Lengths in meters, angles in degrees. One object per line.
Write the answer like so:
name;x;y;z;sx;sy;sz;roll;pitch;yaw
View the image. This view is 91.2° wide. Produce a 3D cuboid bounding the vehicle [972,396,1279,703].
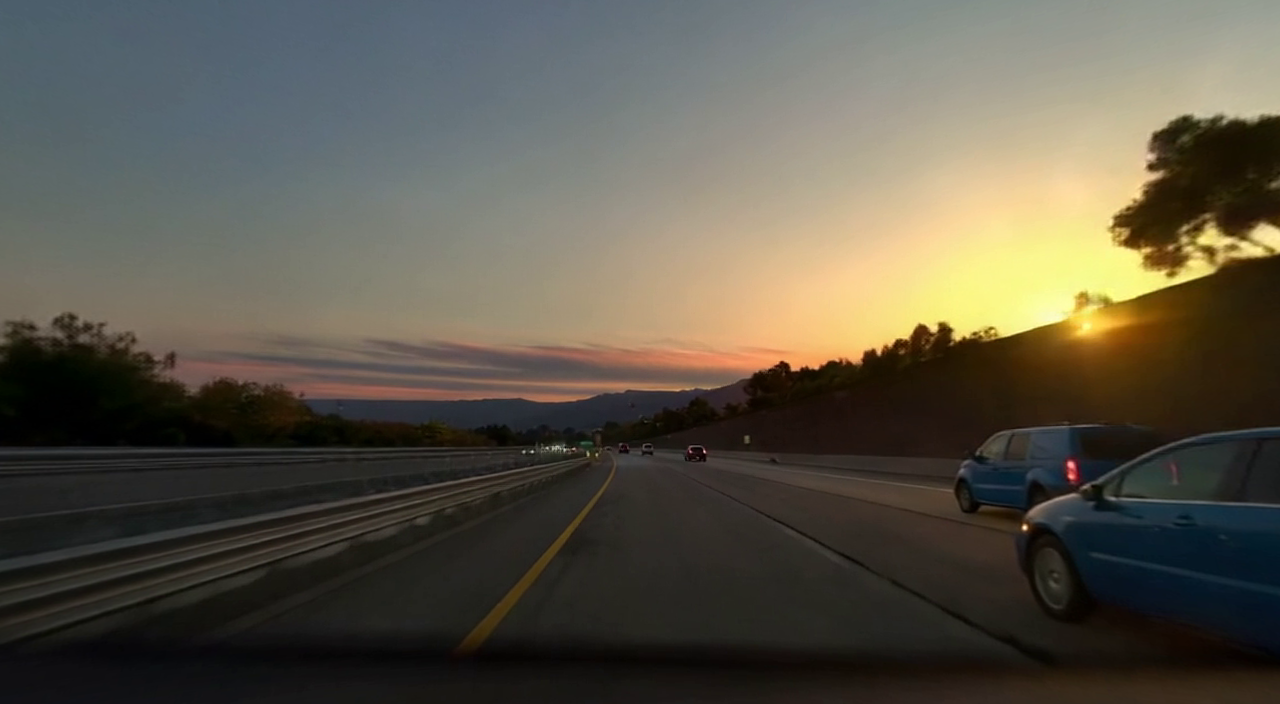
vehicle;3.810;1.046;3.055;2.002;1.604;4.265;0;-9;0
